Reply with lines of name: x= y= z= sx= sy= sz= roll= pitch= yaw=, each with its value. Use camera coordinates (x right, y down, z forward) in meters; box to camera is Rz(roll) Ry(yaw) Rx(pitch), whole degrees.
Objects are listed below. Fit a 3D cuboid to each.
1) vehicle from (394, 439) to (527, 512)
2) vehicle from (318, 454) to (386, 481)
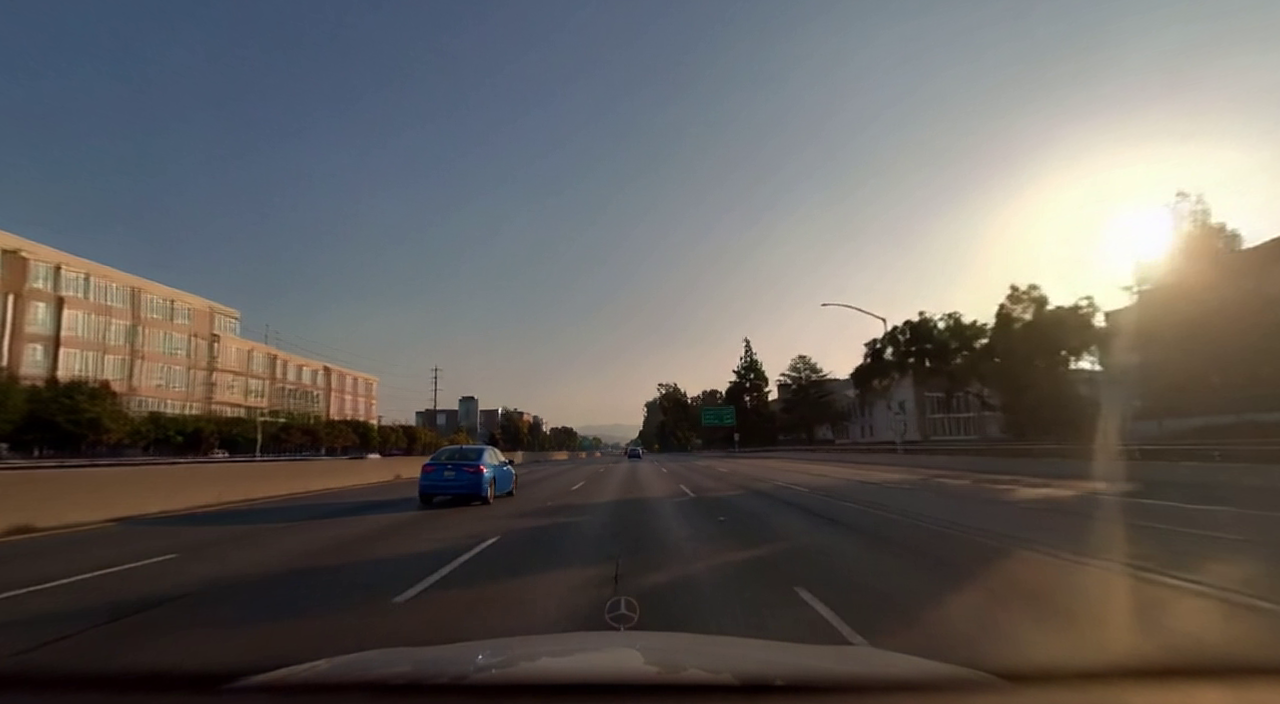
vehicle: x=-4.129 y=2.892 z=15.353 sx=1.900 sy=1.492 sz=4.495 roll=0 pitch=-9 yaw=0
vehicle: x=-17.536 y=7.035 z=38.761 sx=1.892 sy=1.478 sz=4.684 roll=0 pitch=-9 yaw=1
